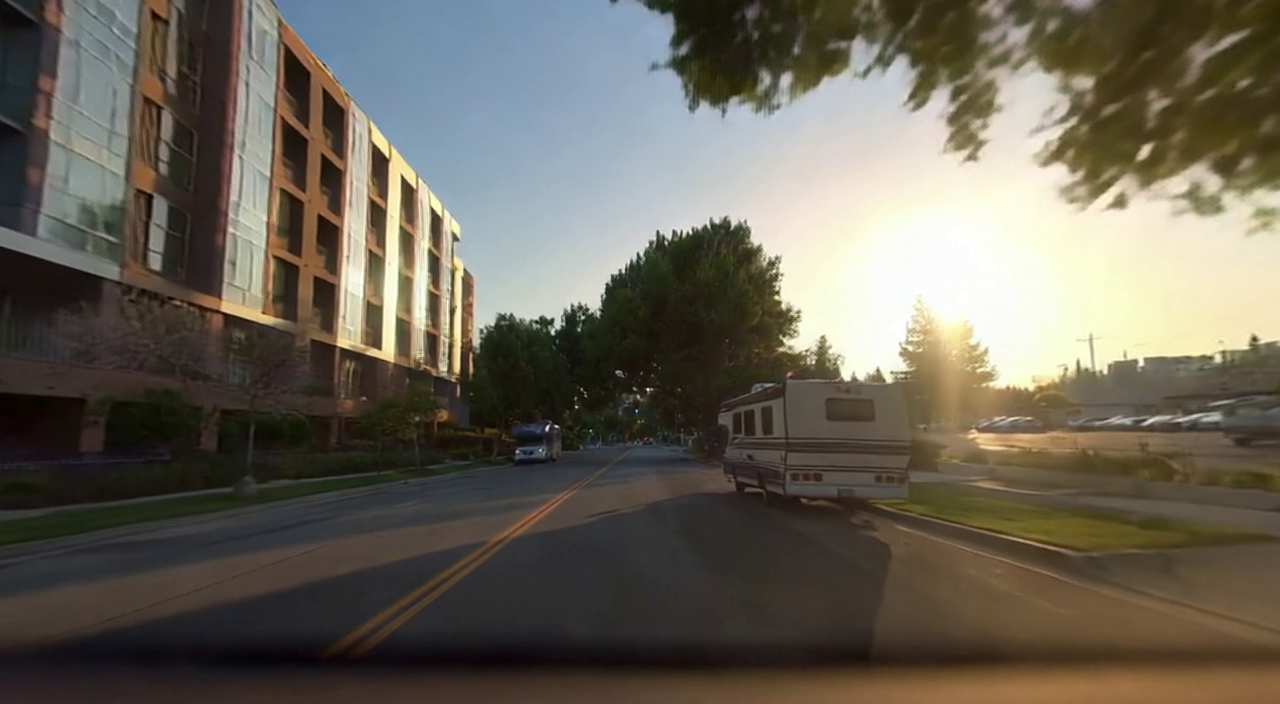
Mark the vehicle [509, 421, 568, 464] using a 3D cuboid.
[{"bbox_3d":[-7.122,6.487,45.463,3.108,2.771,7.999,0,-8,-1],"label":"vehicle"}]

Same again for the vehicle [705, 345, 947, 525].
[{"bbox_3d":[3.716,2.006,15.468,3.074,3.099,8.805,1,-7,-1],"label":"vehicle"}]
